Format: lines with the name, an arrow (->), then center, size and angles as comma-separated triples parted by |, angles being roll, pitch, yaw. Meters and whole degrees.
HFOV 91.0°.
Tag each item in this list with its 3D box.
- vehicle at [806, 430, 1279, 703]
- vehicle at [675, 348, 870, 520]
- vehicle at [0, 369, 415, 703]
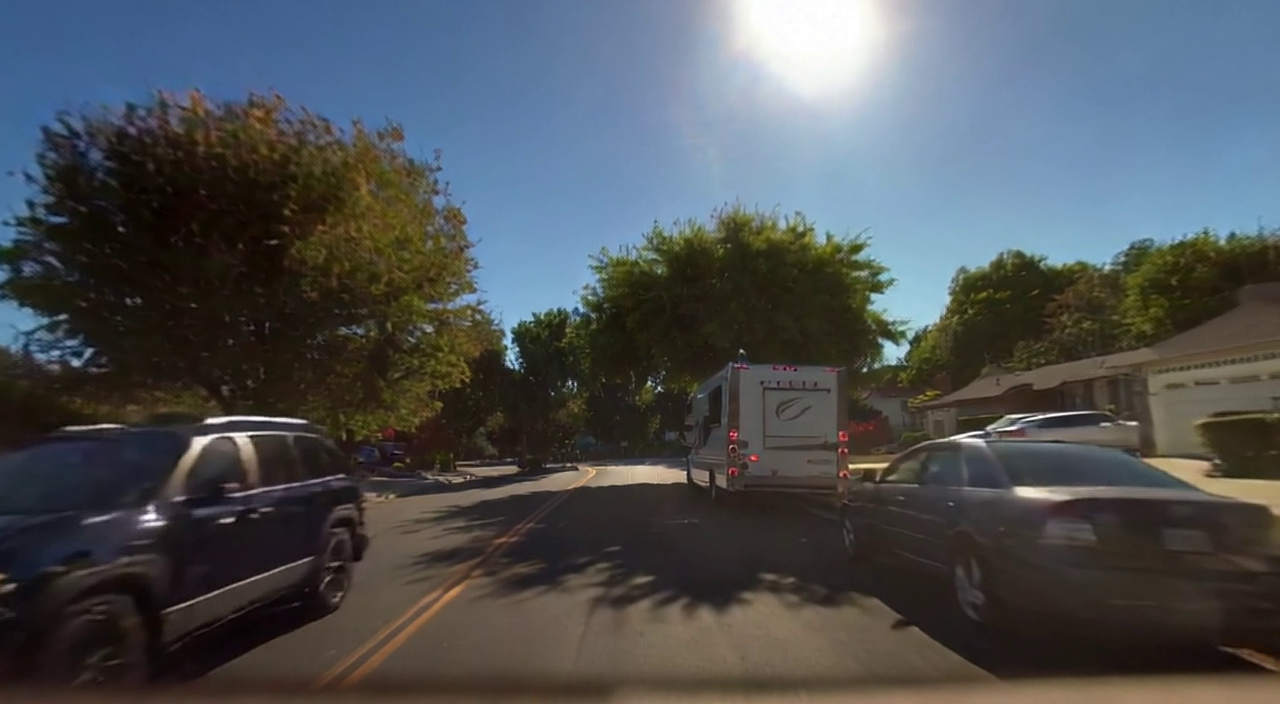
vehicle -> 3.163, 1.479, 5.676 | 1.870, 1.429, 4.743 | 0, -8, -2
vehicle -> 2.742, 2.185, 16.426 | 2.915, 3.243, 8.972 | 0, -8, -1
vehicle -> -3.605, 1.267, 4.940 | 2.194, 1.763, 4.288 | 0, -8, -2
